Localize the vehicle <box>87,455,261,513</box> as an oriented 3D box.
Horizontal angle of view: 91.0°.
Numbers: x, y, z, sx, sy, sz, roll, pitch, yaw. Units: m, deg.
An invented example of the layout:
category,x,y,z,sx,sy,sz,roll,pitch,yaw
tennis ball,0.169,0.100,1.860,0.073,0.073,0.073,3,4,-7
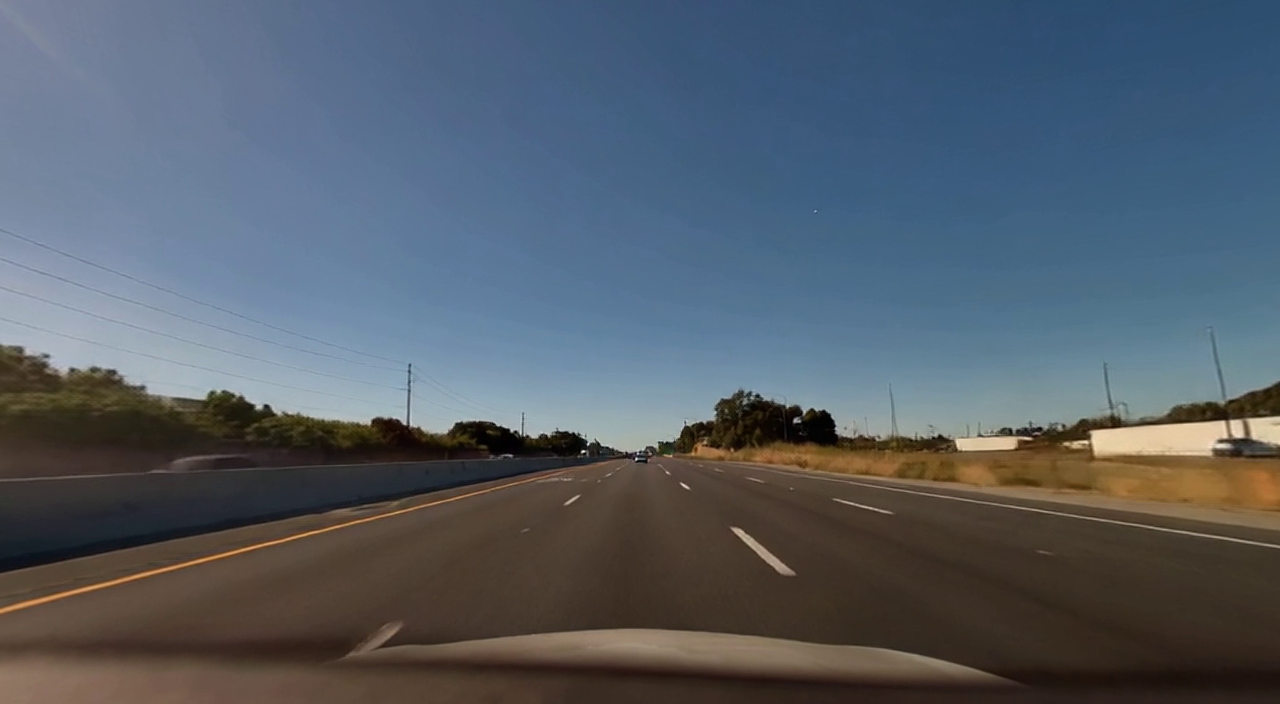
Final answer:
category,x,y,z,sx,sy,sz,roll,pitch,yaw
vehicle,-13.870,3.902,19.149,1.886,1.501,4.329,0,-9,1
